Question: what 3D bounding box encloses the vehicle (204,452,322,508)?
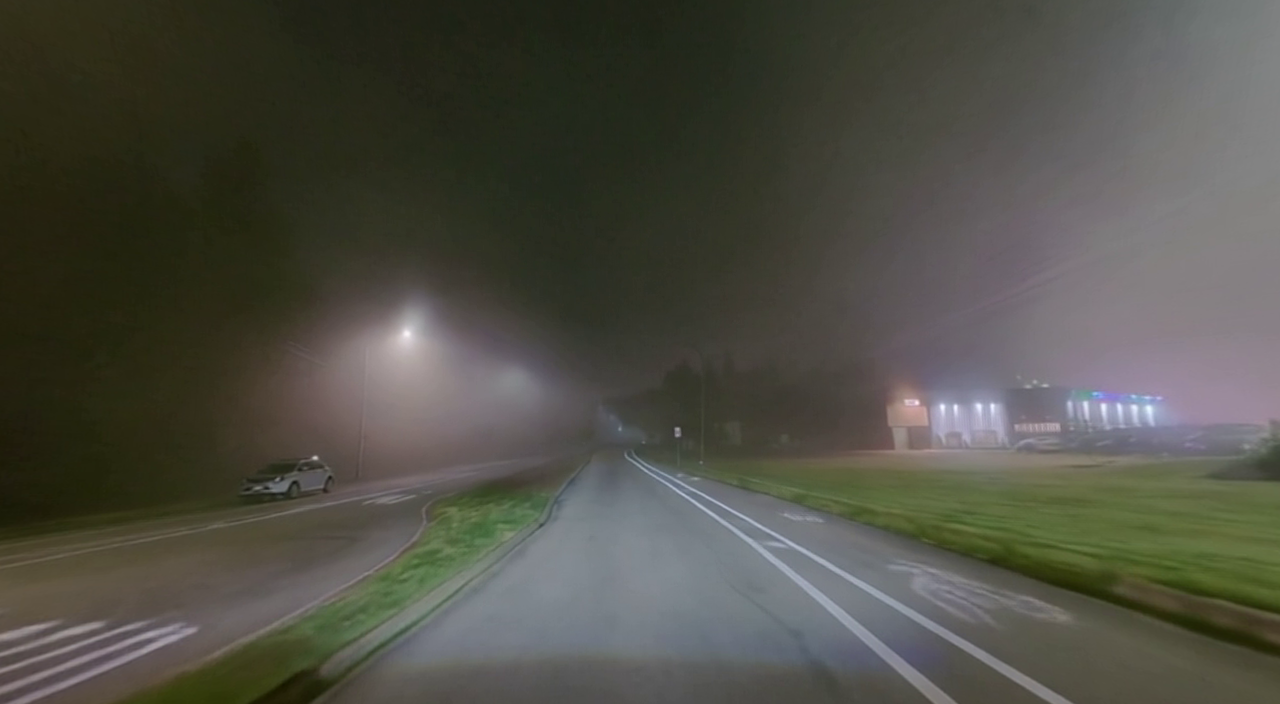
[{"bbox_3d":[-13.599,4.578,23.047,1.952,1.632,4.200,-4,-8,-3],"label":"vehicle"}]
